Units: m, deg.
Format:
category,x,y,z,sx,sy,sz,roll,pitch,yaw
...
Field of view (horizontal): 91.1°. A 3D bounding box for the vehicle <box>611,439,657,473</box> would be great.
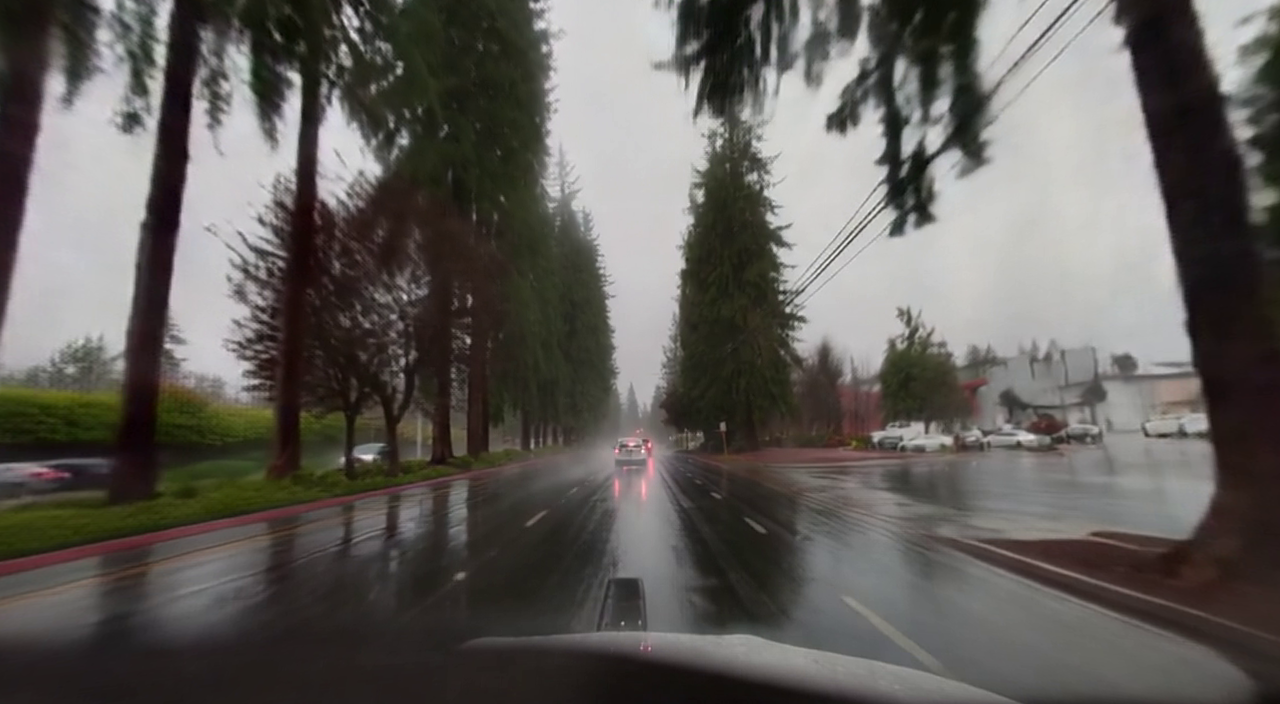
category,x,y,z,sx,sy,sz,roll,pitch,yaw
vehicle,-0.275,4.875,29.598,1.991,1.463,3.988,0,-9,0
